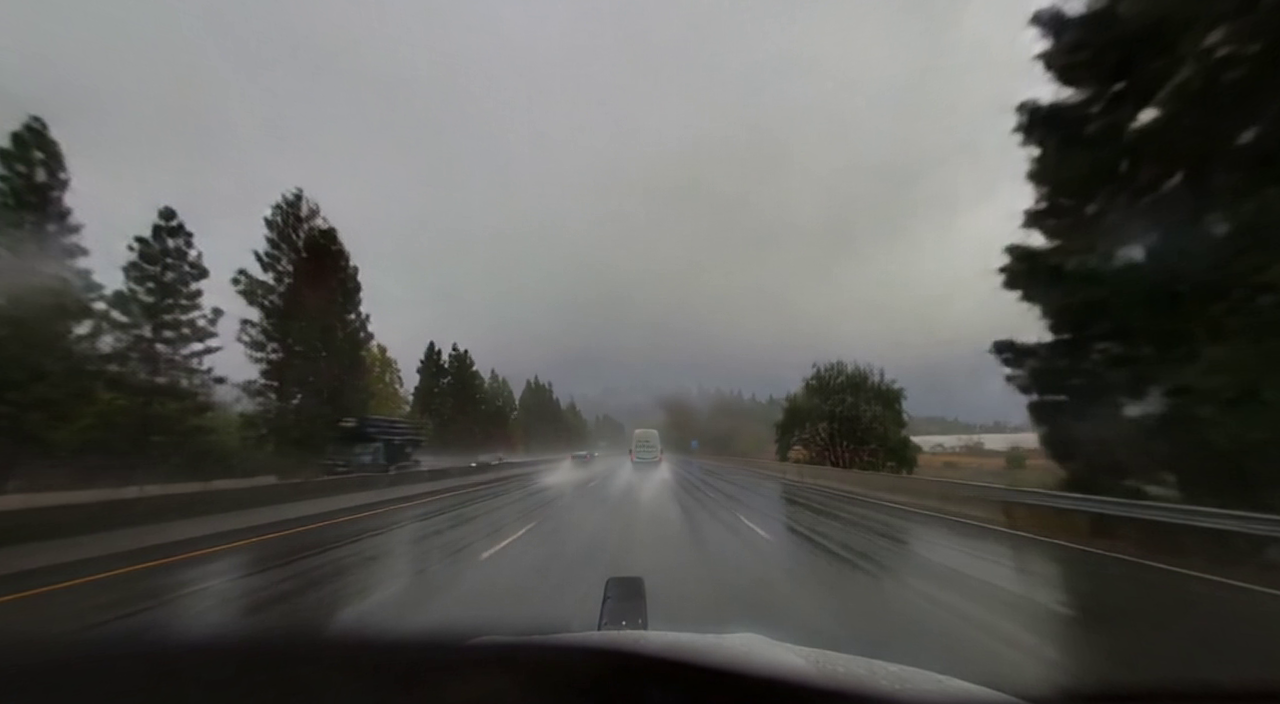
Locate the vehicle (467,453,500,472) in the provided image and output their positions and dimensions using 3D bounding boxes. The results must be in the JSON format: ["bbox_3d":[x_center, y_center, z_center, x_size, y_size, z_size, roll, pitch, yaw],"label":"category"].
[{"bbox_3d":[-12.290,8.716,49.698,1.676,1.396,3.459,0,-9,1],"label":"vehicle"}]

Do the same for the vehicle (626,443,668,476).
[{"bbox_3d":[0.351,5.790,34.053,2.172,1.687,3.929,0,-9,0],"label":"vehicle"}]

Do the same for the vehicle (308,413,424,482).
[{"bbox_3d":[-17.031,6.094,40.164,2.953,3.833,9.571,0,-9,0],"label":"vehicle"}]

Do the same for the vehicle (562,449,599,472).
[{"bbox_3d":[-3.842,7.116,41.506,1.998,1.460,4.422,0,-9,0],"label":"vehicle"}]
